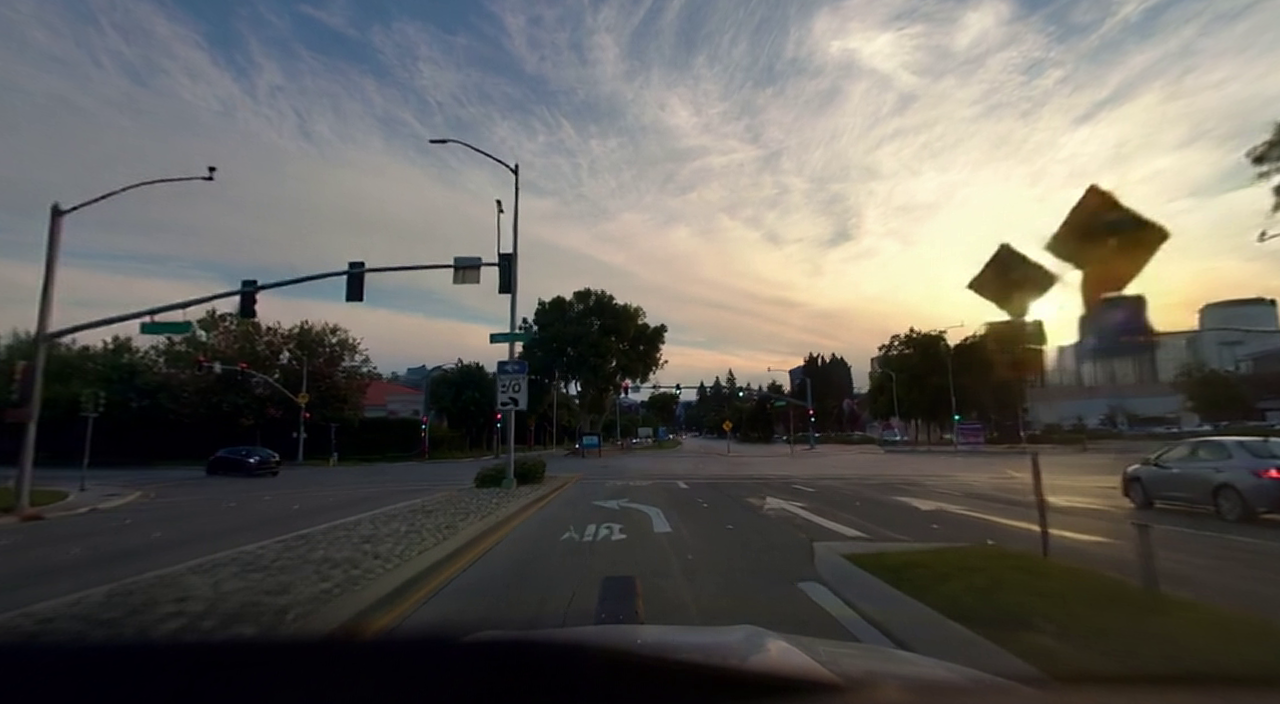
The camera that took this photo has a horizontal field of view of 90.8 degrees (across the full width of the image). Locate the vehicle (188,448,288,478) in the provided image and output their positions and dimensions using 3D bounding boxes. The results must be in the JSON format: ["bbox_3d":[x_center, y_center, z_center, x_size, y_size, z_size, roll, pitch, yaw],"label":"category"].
[{"bbox_3d":[-24.728,6.839,39.003,4.706,1.734,2.253,-1,-8,6],"label":"vehicle"}]

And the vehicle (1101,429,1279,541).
[{"bbox_3d":[9.593,1.934,9.475,1.933,1.500,4.458,0,-8,-1],"label":"vehicle"}]
